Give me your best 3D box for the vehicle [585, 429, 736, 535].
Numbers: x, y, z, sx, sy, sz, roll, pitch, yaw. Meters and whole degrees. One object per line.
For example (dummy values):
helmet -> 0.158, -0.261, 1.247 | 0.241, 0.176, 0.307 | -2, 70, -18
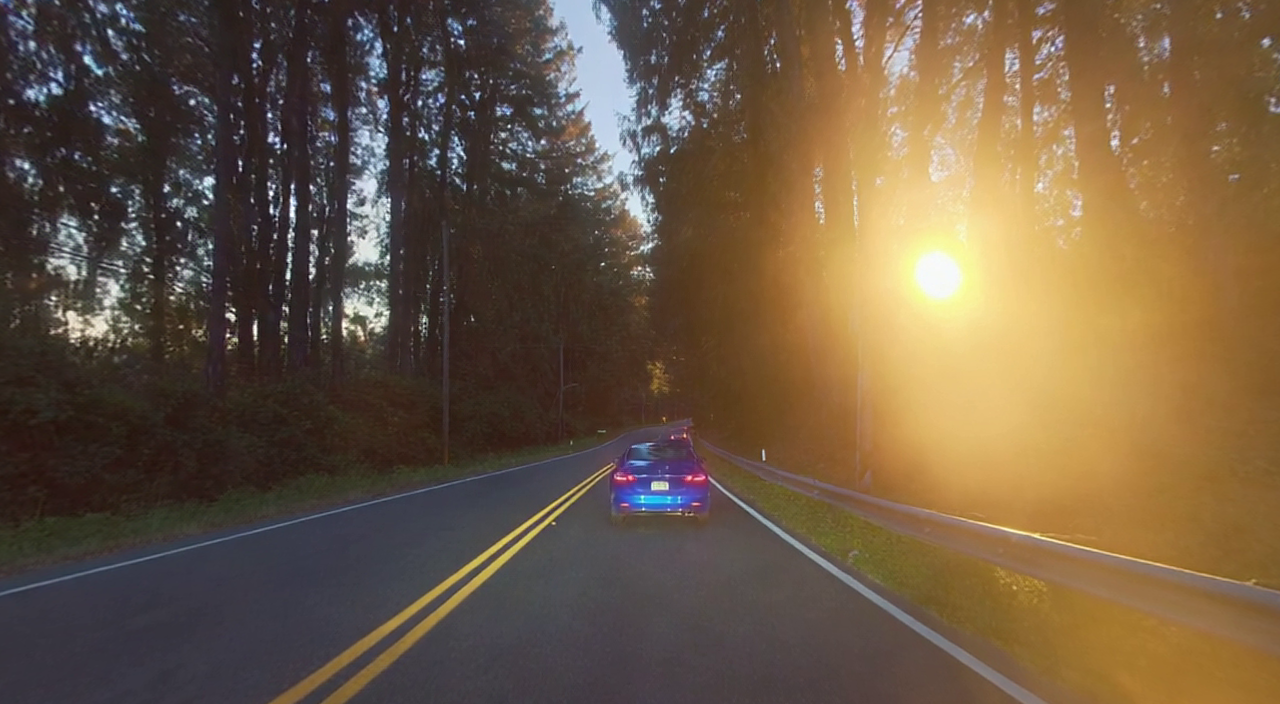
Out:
vehicle -> 0.311, 2.168, 11.071 | 2.187, 1.533, 3.726 | 0, -8, 1
